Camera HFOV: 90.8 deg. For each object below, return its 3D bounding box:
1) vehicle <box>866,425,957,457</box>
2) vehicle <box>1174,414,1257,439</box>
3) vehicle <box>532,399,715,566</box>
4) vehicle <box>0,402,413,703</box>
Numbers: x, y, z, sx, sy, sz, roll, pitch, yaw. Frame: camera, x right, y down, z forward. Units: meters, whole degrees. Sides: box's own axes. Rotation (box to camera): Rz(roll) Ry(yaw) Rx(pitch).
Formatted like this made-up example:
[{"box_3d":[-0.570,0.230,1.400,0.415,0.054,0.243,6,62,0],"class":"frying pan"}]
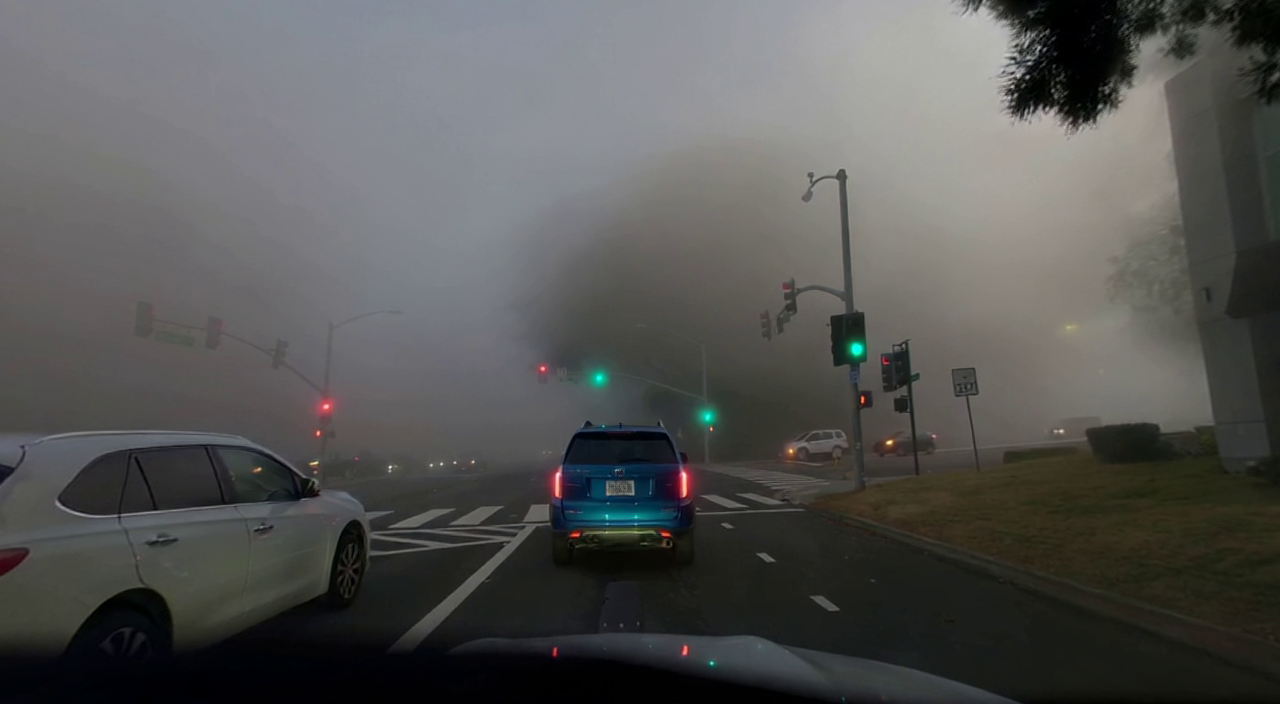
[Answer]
[{"box_3d":[13.857,4.561,32.357,3.830,1.545,2.006,3,-9,-18],"class":"vehicle"},{"box_3d":[37.415,4.869,41.081,4.509,1.487,1.915,3,-9,-19],"class":"vehicle"},{"box_3d":[-0.185,1.793,9.345,2.059,1.877,4.249,0,-8,0],"class":"vehicle"},{"box_3d":[-3.378,1.266,4.562,2.011,1.527,4.008,0,-8,-1],"class":"vehicle"}]
